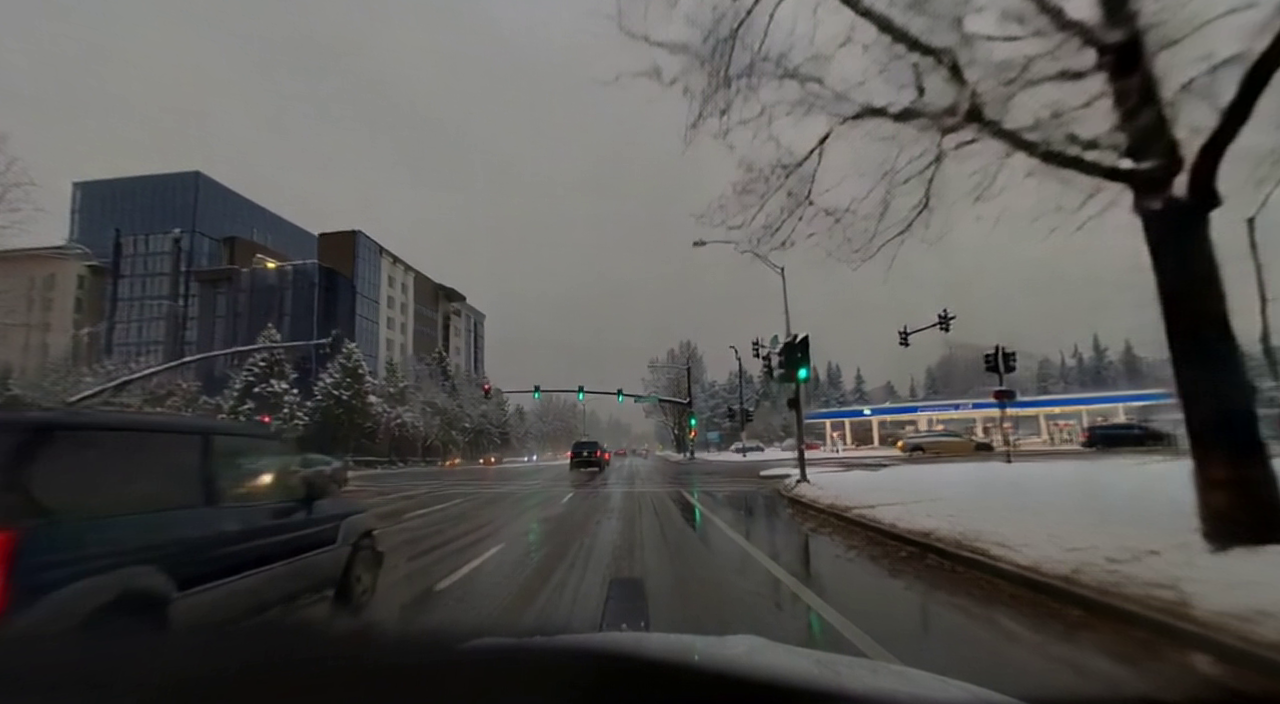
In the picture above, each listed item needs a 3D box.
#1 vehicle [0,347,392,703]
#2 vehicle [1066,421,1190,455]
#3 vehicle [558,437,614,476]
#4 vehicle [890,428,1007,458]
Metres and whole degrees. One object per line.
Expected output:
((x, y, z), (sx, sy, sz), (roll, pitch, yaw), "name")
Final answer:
((-3.402, 1.049, 3.550), (2.183, 1.731, 4.338), (-1, -8, 1), "vehicle")
((25.507, 4.526, 33.135), (4.700, 1.579, 1.823), (-5, -8, 19), "vehicle")
((-3.081, 6.160, 37.546), (2.602, 2.091, 6.347), (-1, -8, 1), "vehicle")
((17.395, 5.190, 35.897), (5.708, 1.585, 2.070), (-4, -8, 20), "vehicle")
